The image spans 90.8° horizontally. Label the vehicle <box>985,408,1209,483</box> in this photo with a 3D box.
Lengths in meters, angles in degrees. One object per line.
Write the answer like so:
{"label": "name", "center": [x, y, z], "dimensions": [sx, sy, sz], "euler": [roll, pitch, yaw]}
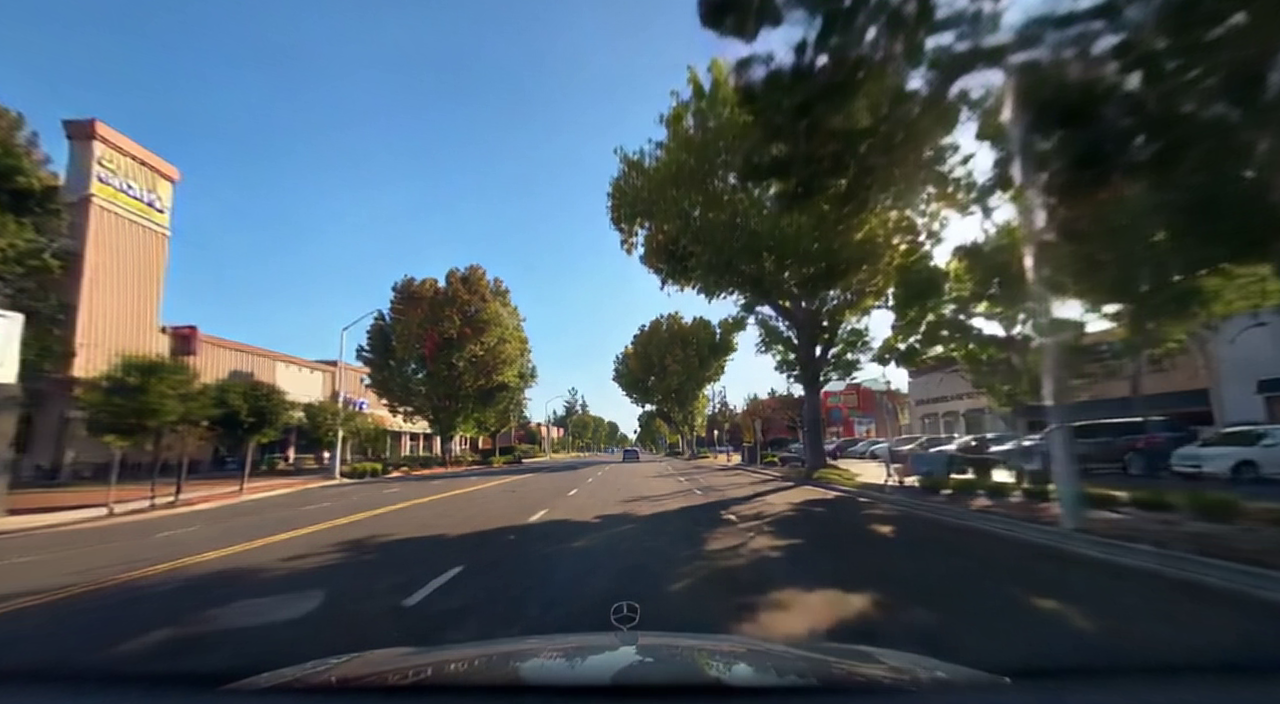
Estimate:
{"label": "vehicle", "center": [15.665, 3.236, 21.948], "dimensions": [5.797, 2.052, 2.329], "euler": [-4, -9, 0]}
